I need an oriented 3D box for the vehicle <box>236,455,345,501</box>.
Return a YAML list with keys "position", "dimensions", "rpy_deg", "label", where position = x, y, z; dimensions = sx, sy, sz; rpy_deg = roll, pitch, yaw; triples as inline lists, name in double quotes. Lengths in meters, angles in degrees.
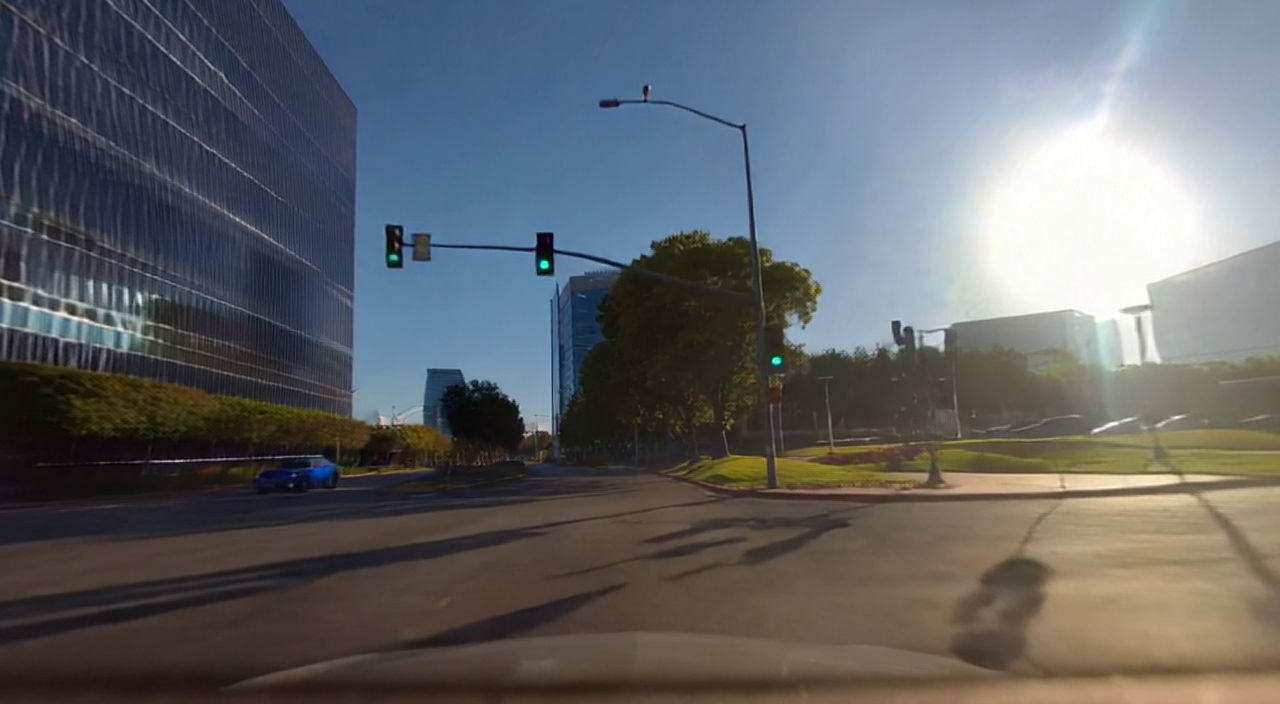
- position: [-12.878, 4.629, 23.562]
  dimensions: [1.906, 1.502, 4.396]
  rpy_deg: [1, -9, -5]
  label: "vehicle"
